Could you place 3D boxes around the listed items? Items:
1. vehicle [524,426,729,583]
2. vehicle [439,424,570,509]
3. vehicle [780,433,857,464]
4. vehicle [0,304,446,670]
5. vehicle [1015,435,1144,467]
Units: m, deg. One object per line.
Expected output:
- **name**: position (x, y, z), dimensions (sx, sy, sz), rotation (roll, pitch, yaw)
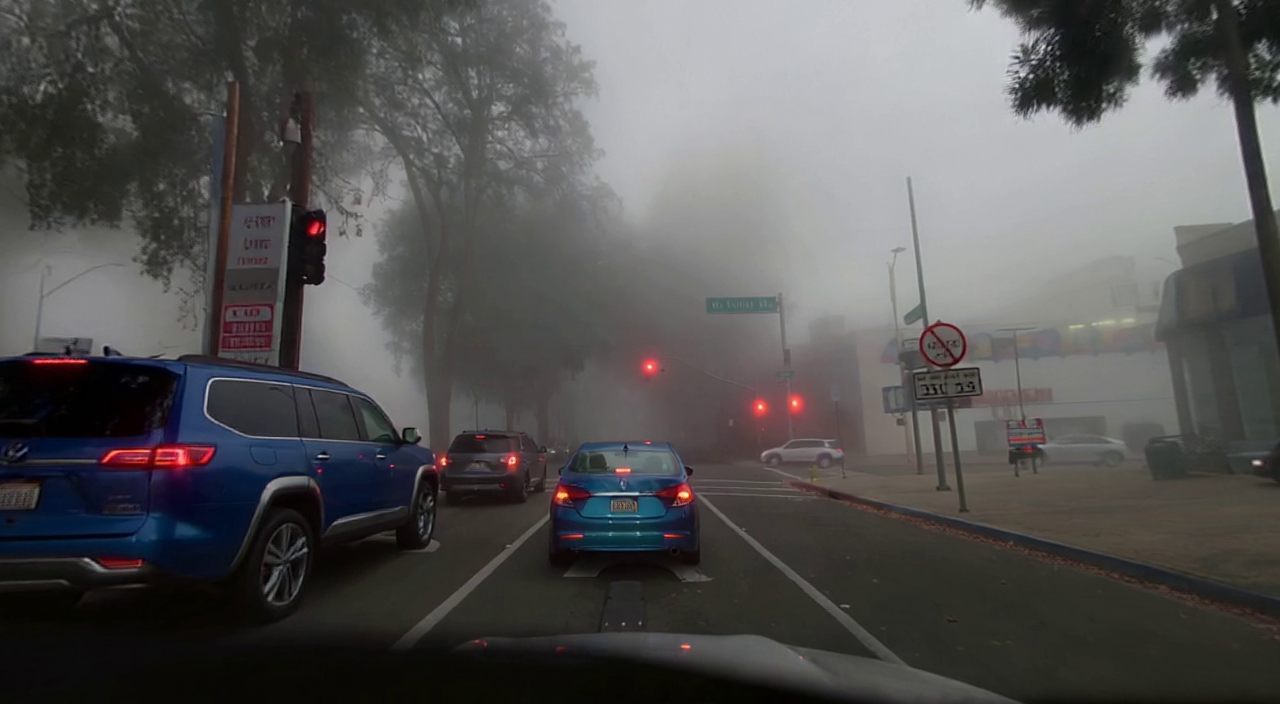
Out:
- **vehicle**: position (-0.159, 1.780, 8.179), dimensions (1.966, 1.481, 4.146), rotation (0, -8, -1)
- **vehicle**: position (-2.925, 2.593, 14.594), dimensions (2.047, 1.664, 4.148), rotation (0, -8, 1)
- **vehicle**: position (10.229, 5.577, 36.288), dimensions (4.116, 1.719, 2.069), rotation (-2, -9, 12)
- **vehicle**: position (-3.811, 1.129, 6.219), dimensions (2.152, 2.118, 5.066), rotation (0, -8, 0)
- **vehicle**: position (21.439, 4.854, 30.896), dimensions (4.809, 1.476, 1.845), rotation (-4, -9, 23)
